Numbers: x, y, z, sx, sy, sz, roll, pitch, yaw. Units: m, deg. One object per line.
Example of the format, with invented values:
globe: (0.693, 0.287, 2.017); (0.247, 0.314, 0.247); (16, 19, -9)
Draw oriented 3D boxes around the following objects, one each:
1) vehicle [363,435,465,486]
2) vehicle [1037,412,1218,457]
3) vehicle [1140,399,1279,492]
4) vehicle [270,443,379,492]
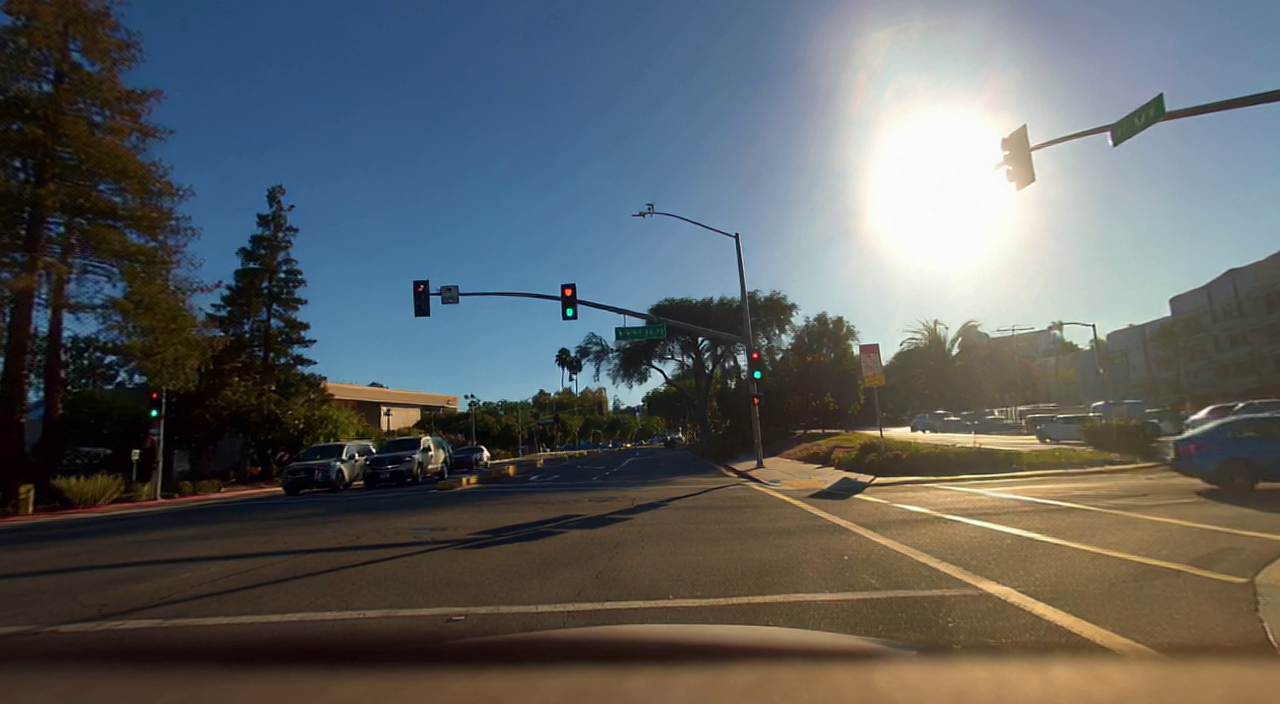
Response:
vehicle: (-10.140, 4.926, 28.988); (2.664, 1.940, 5.702); (-3, -9, 0)
vehicle: (16.850, 2.921, 22.154); (4.560, 1.453, 1.851); (-3, -9, 18)
vehicle: (11.683, 1.568, 10.632); (4.592, 1.470, 2.071); (-3, -9, 21)
vehicle: (-13.791, 5.065, 28.064); (2.306, 1.957, 4.968); (0, -9, -1)
